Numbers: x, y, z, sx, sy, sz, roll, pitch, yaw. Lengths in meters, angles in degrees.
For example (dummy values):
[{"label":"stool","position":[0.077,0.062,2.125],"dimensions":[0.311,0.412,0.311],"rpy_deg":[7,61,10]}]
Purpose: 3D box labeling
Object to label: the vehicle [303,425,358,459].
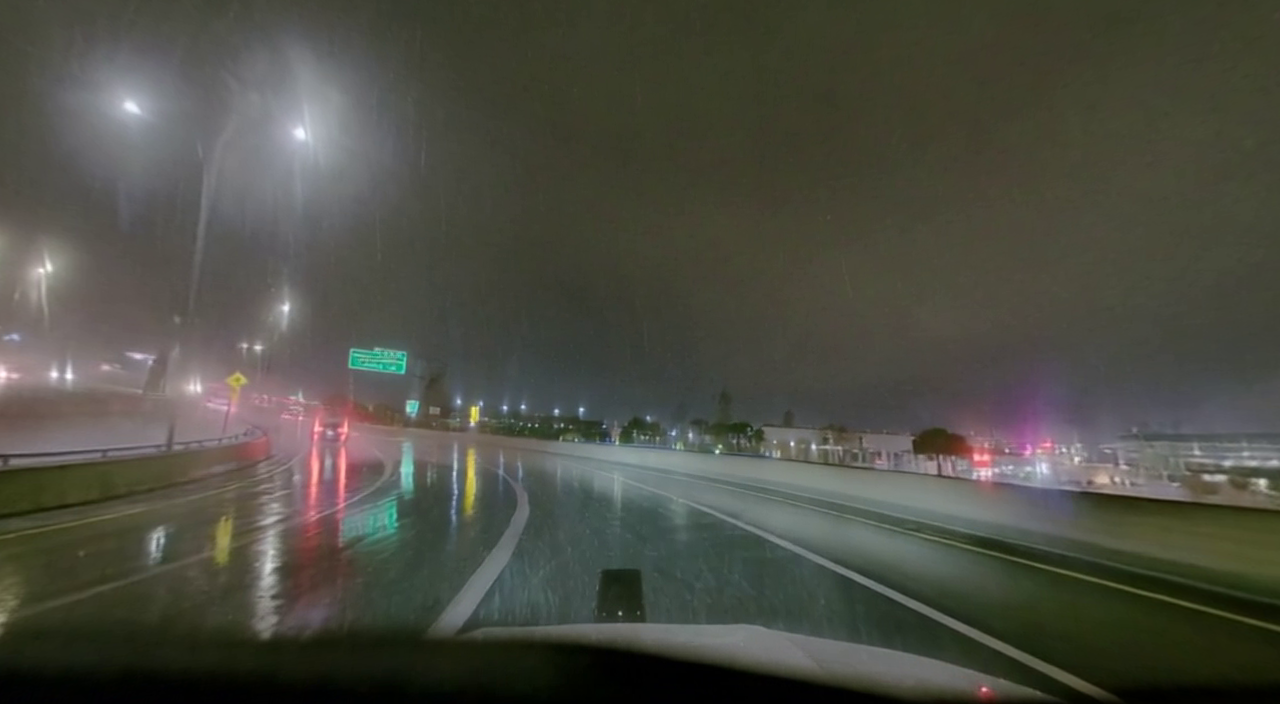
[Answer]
[{"label":"vehicle","position":[-15.714,4.557,31.814],"dimensions":[2.234,1.588,4.484],"rpy_deg":[5,-10,-27]}]
